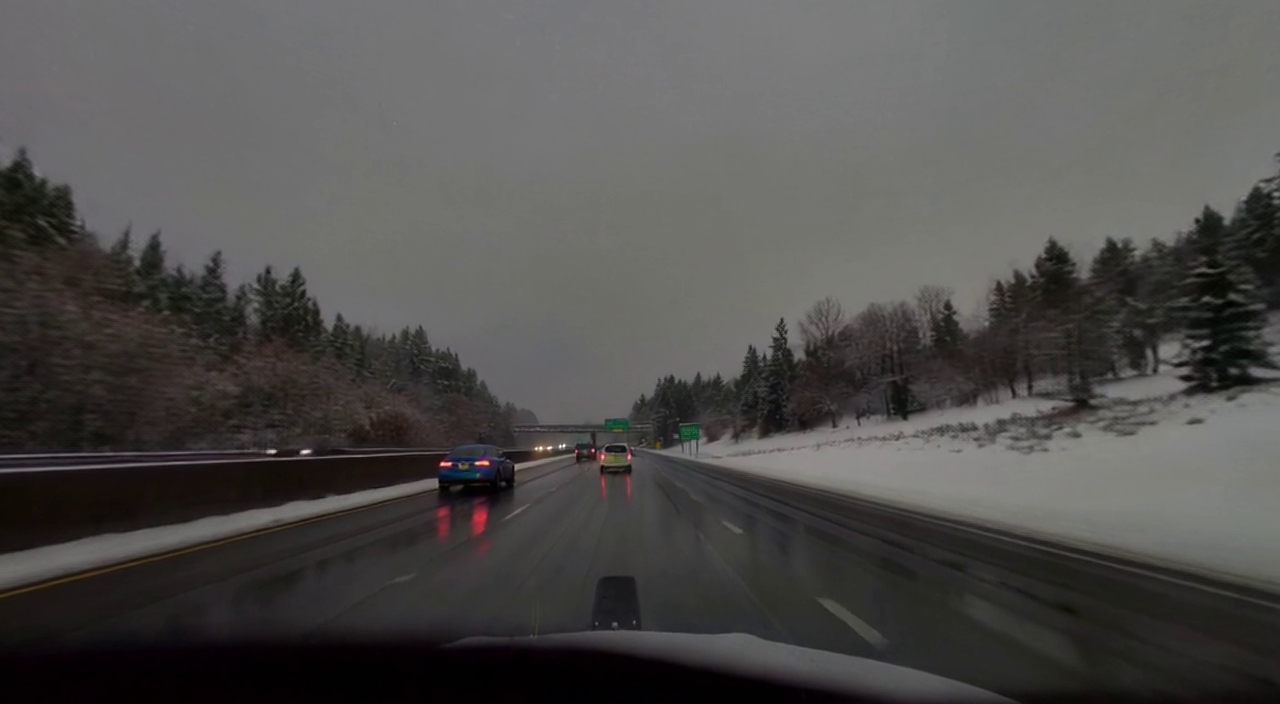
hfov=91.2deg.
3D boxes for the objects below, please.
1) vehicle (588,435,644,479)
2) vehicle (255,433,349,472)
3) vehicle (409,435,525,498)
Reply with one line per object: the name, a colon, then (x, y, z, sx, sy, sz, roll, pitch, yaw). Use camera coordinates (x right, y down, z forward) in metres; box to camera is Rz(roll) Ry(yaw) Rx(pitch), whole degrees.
vehicle: (-0.999, 4.429, 26.662, 2.220, 1.711, 4.056, 0, -9, -2)
vehicle: (-14.510, 4.334, 27.156, 1.854, 1.522, 4.080, 0, -9, -1)
vehicle: (-4.850, 3.284, 18.396, 2.103, 1.588, 4.709, -1, -9, 0)
